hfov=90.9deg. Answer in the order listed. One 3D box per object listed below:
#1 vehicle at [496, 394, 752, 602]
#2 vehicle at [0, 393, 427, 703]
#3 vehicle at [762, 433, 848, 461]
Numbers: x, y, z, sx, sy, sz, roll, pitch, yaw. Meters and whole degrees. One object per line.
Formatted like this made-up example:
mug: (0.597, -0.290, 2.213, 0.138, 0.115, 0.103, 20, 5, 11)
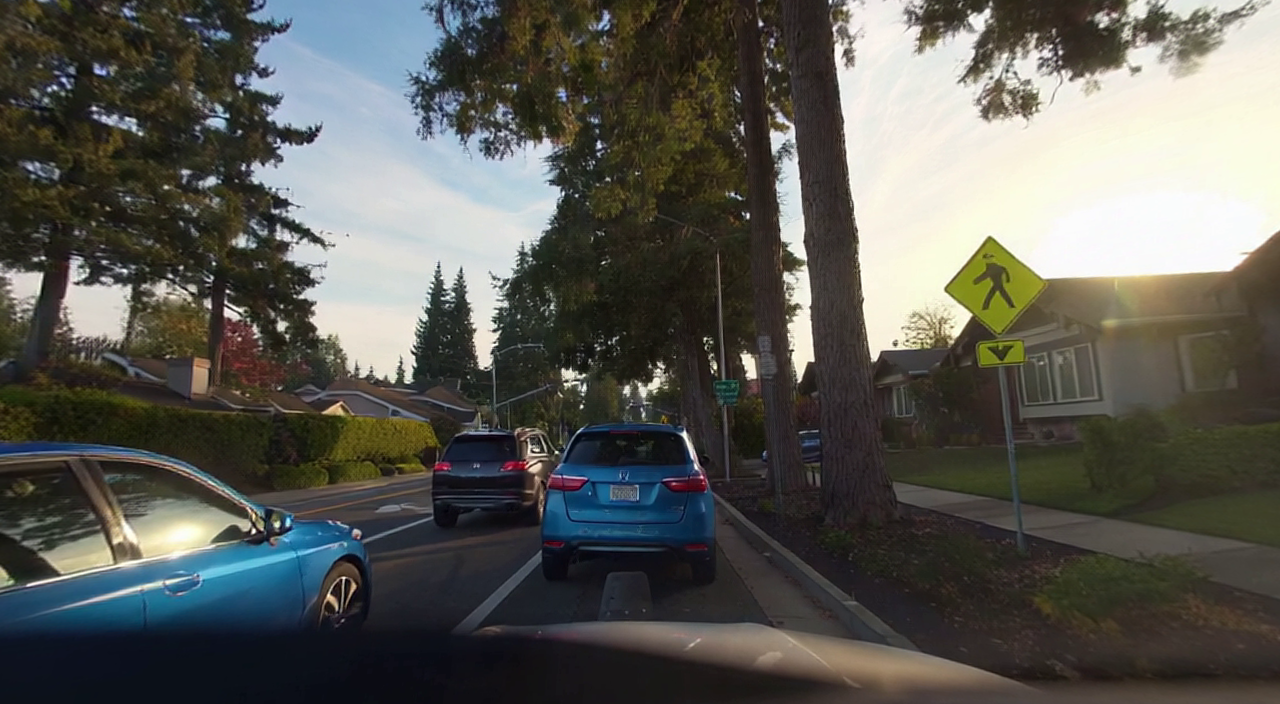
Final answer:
vehicle: (-0.135, 1.509, 7.279, 2.120, 1.718, 3.909, 0, -9, 0)
vehicle: (-2.870, 1.042, 3.027, 1.968, 1.472, 4.685, 0, -9, 1)
vehicle: (9.314, 5.434, 35.915, 4.456, 1.504, 1.914, -1, -9, 6)
